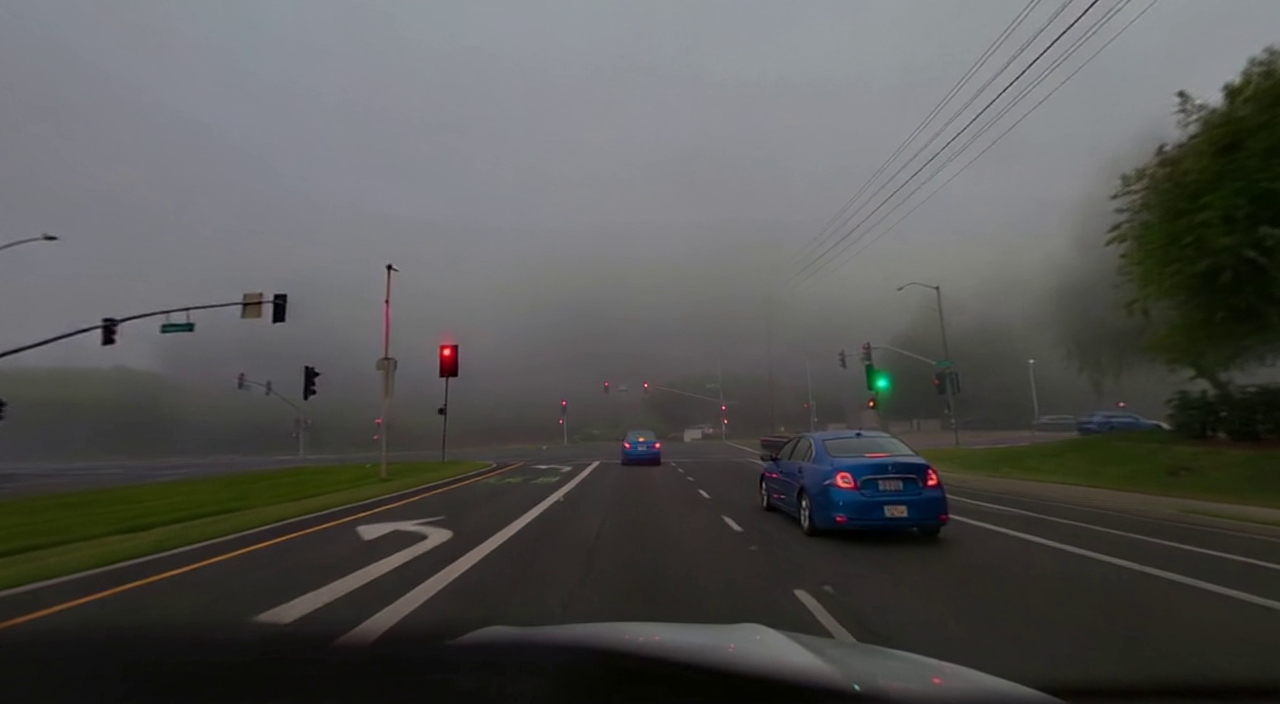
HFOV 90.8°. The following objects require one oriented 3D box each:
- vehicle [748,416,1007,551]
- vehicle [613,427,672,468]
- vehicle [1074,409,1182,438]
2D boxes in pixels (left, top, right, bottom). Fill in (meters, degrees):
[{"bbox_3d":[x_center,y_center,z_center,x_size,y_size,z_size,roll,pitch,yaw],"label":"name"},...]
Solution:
[{"bbox_3d":[2.954,1.749,9.048,2.004,1.448,4.263,0,-8,-1],"label":"vehicle"},{"bbox_3d":[0.105,3.729,24.635,2.110,1.466,3.860,0,-8,0],"label":"vehicle"},{"bbox_3d":[33.461,4.958,43.417,5.668,1.925,2.384,1,-8,-6],"label":"vehicle"}]
